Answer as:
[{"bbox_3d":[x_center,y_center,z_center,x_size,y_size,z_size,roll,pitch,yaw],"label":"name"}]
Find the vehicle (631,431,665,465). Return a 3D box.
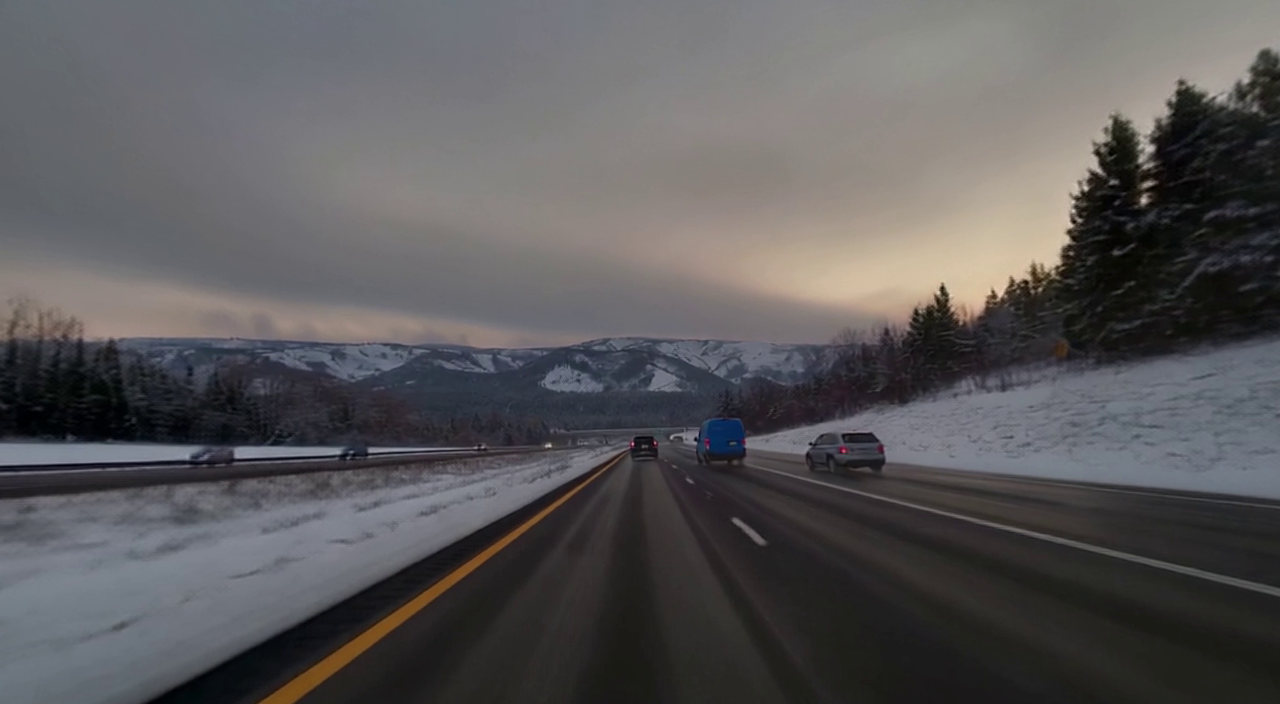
[{"bbox_3d":[0.523,6.432,42.202,2.131,2.122,4.473,0,-8,0],"label":"vehicle"}]

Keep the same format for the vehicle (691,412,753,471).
[{"bbox_3d":[4.007,4.562,31.947,2.302,2.670,6.176,0,-8,0],"label":"vehicle"}]

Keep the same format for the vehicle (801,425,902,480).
[{"bbox_3d":[8.054,3.886,24.659,2.240,1.925,4.854,0,-8,0],"label":"vehicle"}]
